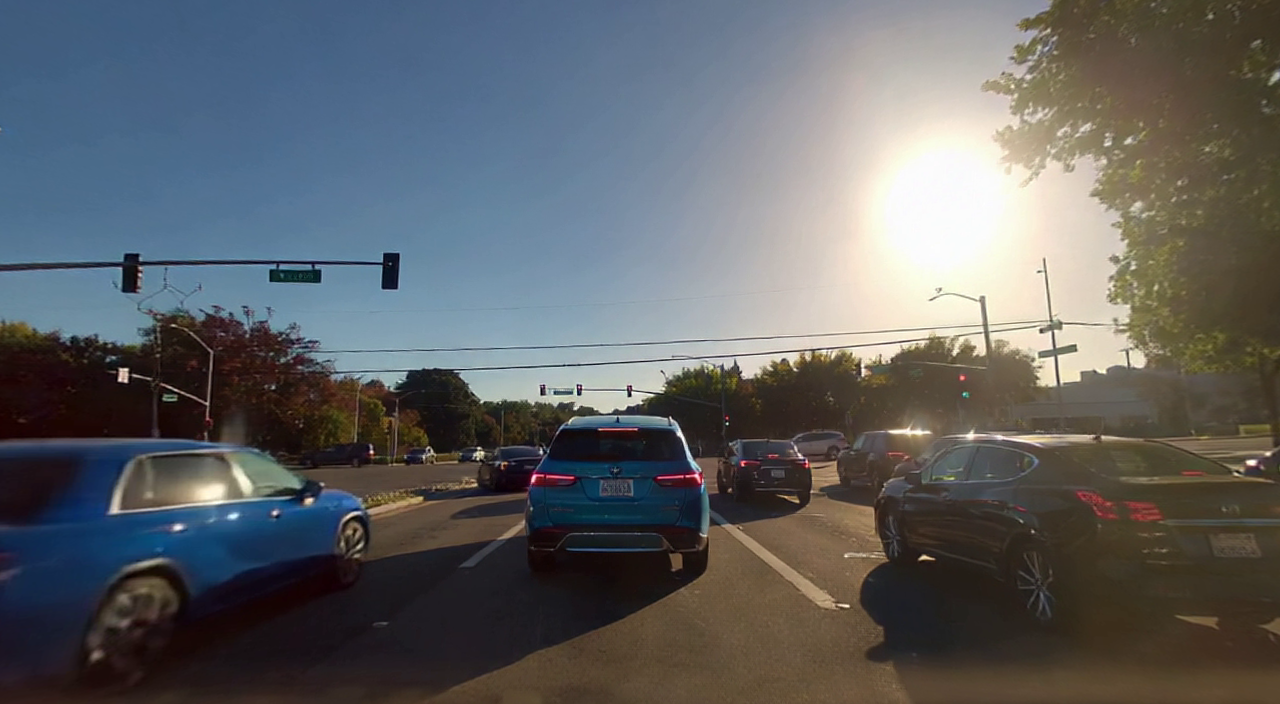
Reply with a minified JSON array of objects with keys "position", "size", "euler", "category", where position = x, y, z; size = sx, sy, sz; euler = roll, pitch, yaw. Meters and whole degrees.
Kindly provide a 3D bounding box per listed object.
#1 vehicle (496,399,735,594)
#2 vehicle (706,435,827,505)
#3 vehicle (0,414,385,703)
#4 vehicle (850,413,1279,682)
[{"position":[-0.275,1.567,7.632],"size":[2.101,1.707,3.904],"euler":[0,-8,-2],"category":"vehicle"},{"position":[2.971,2.861,15.775],"size":[1.950,1.506,4.086],"euler":[0,-8,-3],"category":"vehicle"},{"position":[-3.675,1.243,4.276],"size":[2.063,1.454,4.553],"euler":[0,-8,-1],"category":"vehicle"},{"position":[3.613,1.398,5.694],"size":[1.861,1.478,4.185],"euler":[0,-8,-2],"category":"vehicle"}]
